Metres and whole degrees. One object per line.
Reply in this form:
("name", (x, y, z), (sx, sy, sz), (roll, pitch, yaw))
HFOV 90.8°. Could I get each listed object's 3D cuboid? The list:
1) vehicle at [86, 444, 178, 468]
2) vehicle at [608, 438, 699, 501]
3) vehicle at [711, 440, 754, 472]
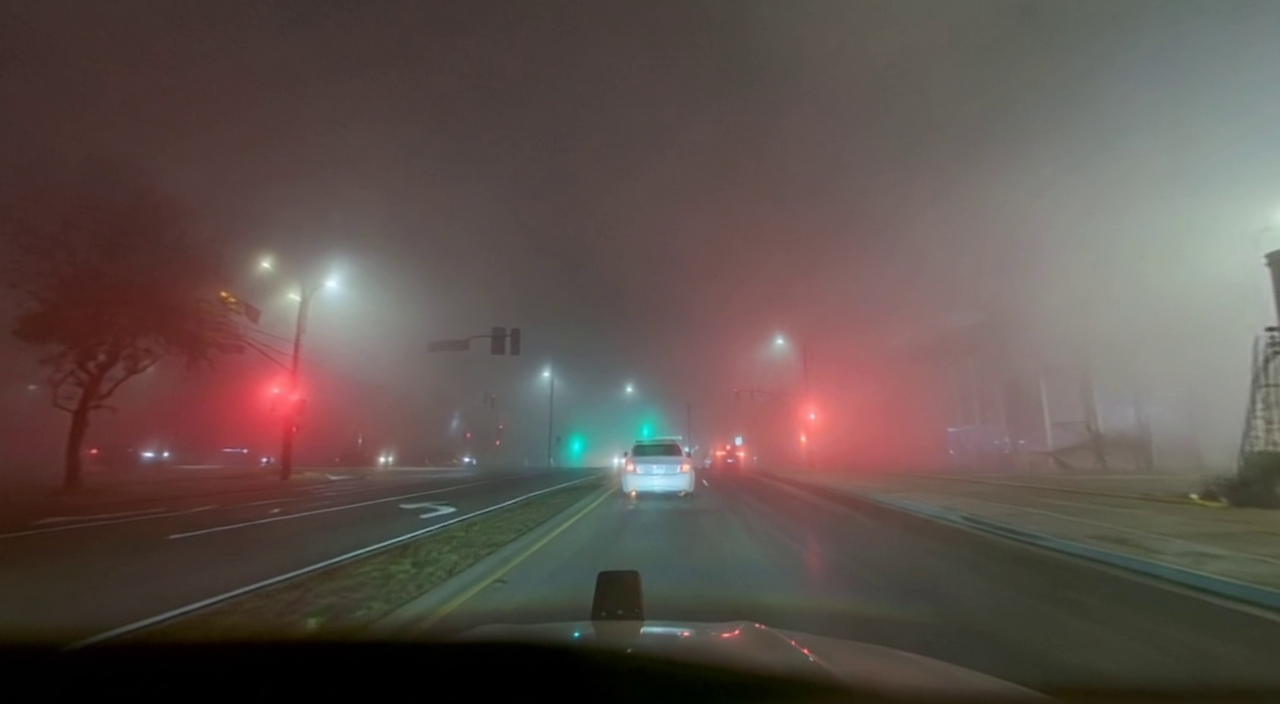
("vehicle", (-37.938, 7.747, 47.273), (4.877, 1.754, 1.978), (1, -9, -8))
("vehicle", (0.444, 3.108, 17.177), (2.173, 1.479, 4.264), (-1, -8, 3))
("vehicle", (5.762, 6.557, 40.045), (2.092, 1.851, 4.913), (0, -8, 2))
